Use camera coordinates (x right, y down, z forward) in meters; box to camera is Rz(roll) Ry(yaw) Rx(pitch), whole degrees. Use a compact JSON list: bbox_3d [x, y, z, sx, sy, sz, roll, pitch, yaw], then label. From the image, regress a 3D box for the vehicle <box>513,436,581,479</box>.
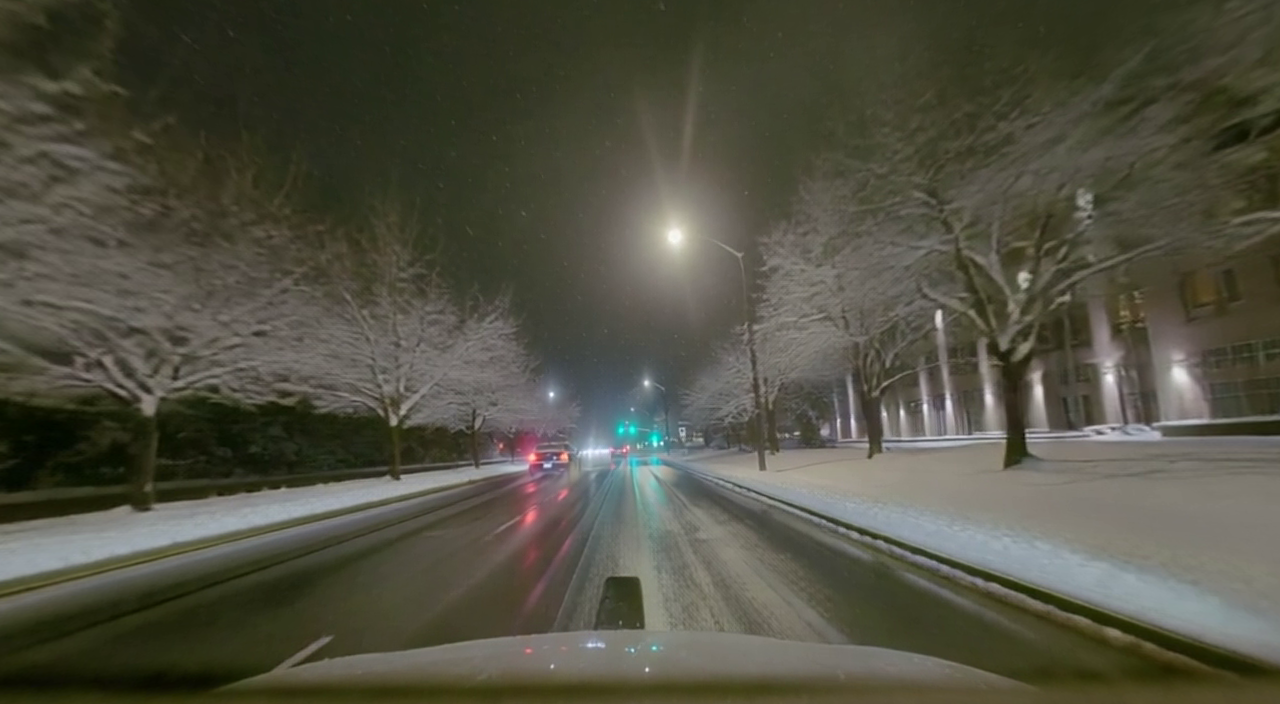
[{"bbox_3d":[-3.904,4.536,27.398,2.202,1.685,4.772,0,-9,0],"label":"vehicle"}]
